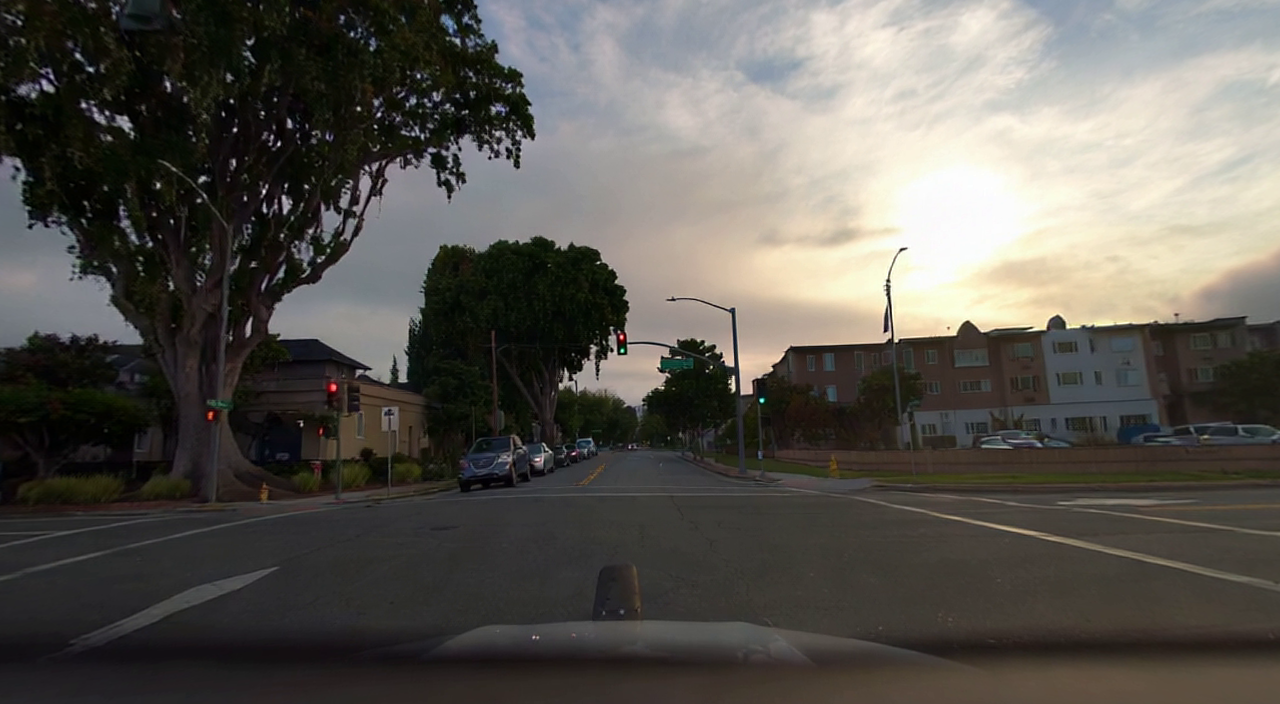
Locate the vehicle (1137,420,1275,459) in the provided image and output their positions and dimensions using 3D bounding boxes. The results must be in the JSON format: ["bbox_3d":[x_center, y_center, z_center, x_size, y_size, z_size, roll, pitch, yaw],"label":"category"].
[{"bbox_3d":[33.270,5.165,37.249,5.969,2.149,2.331,0,-9,-3],"label":"vehicle"}]

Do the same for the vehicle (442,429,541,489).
[{"bbox_3d":[-6.512,4.827,28.933,2.896,2.339,7.322,0,-9,-1],"label":"vehicle"}]

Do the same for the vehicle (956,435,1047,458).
[{"bbox_3d":[25.003,6.548,43.839,5.172,1.515,1.851,0,-9,-2],"label":"vehicle"}]

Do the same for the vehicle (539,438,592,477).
[{"bbox_3d":[-3.655,5.283,31.913,2.120,1.783,4.788,0,-9,0],"label":"vehicle"}]
